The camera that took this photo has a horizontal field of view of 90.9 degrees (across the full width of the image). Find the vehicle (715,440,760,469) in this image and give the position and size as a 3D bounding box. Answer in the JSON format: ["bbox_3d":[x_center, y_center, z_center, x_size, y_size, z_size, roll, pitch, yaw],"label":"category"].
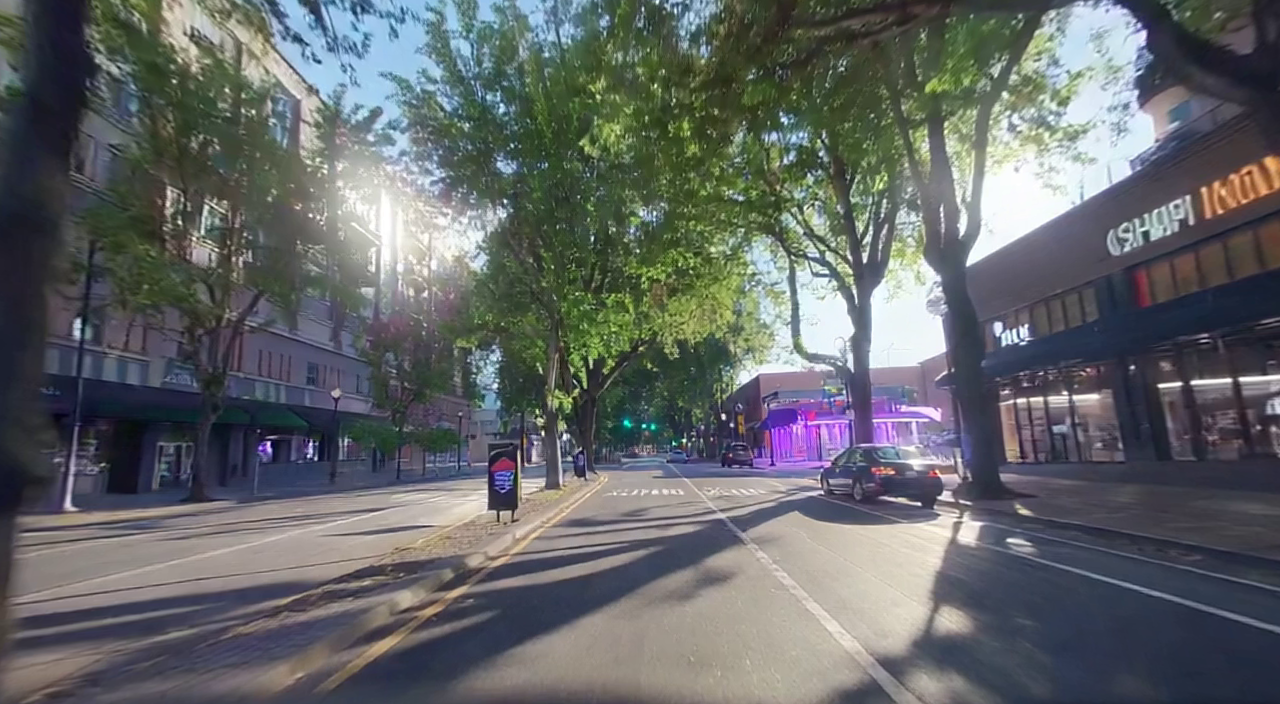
[{"bbox_3d":[6.761,7.166,44.193,2.112,1.894,4.910,0,-8,-3],"label":"vehicle"}]

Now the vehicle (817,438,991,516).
[{"bbox_3d":[5.994,2.882,15.141,2.088,1.543,4.964,0,-8,1],"label":"vehicle"}]
